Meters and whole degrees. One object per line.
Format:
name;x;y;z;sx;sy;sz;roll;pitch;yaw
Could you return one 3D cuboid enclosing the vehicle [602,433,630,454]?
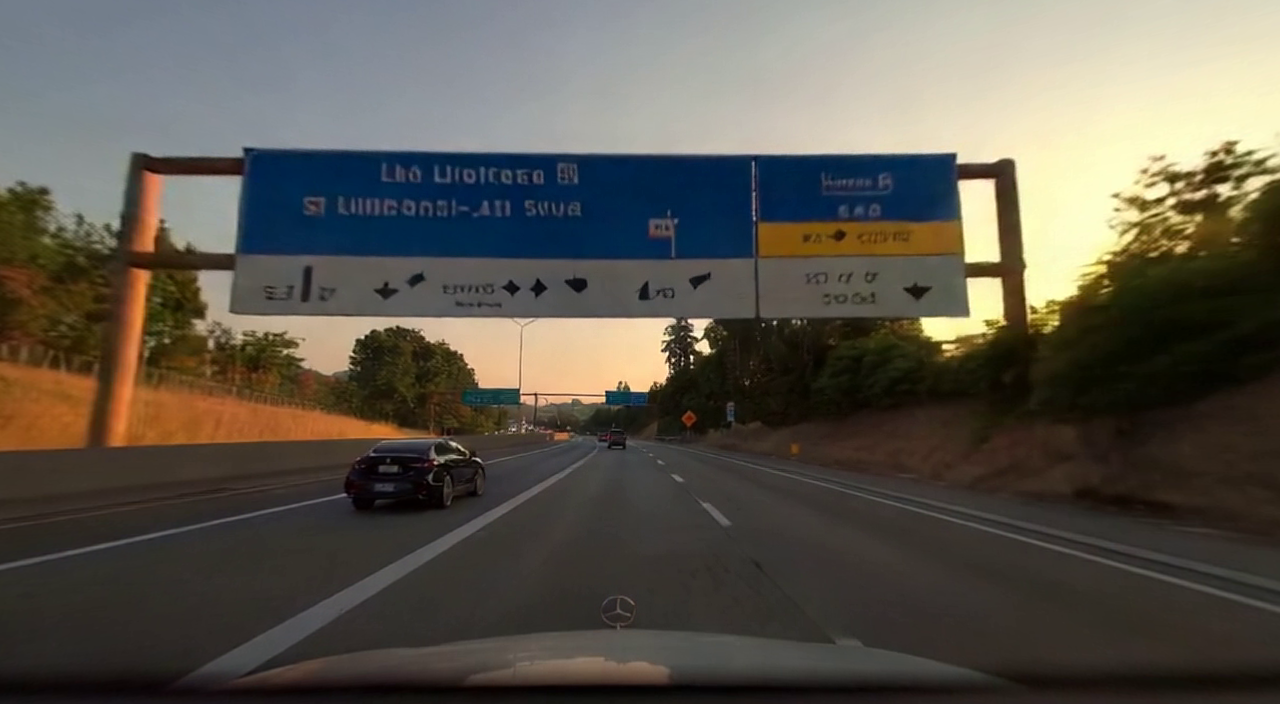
vehicle;-1.796;6.829;47.180;2.000;1.491;3.913;0;-8;-2
